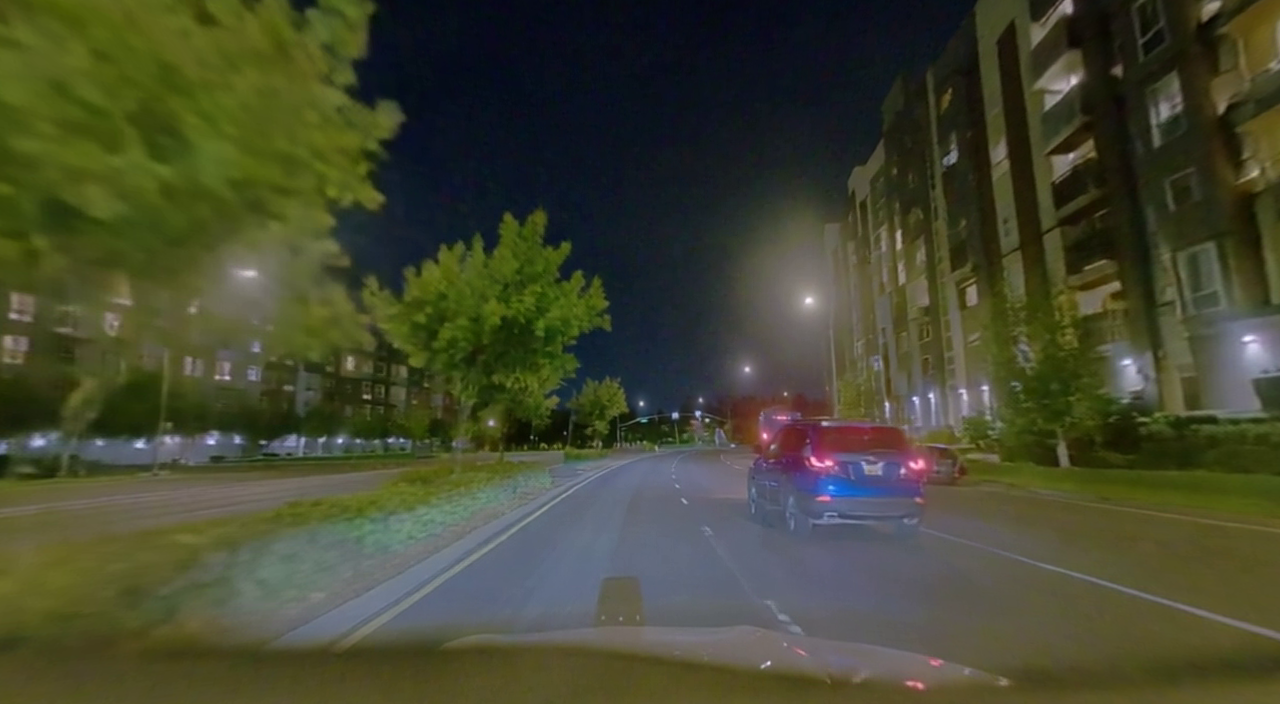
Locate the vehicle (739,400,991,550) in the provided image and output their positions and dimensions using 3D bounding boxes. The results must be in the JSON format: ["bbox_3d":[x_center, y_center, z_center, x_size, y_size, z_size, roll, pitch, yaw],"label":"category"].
[{"bbox_3d":[3.103,1.843,10.042,2.215,1.812,4.569,0,-9,-1],"label":"vehicle"}]
